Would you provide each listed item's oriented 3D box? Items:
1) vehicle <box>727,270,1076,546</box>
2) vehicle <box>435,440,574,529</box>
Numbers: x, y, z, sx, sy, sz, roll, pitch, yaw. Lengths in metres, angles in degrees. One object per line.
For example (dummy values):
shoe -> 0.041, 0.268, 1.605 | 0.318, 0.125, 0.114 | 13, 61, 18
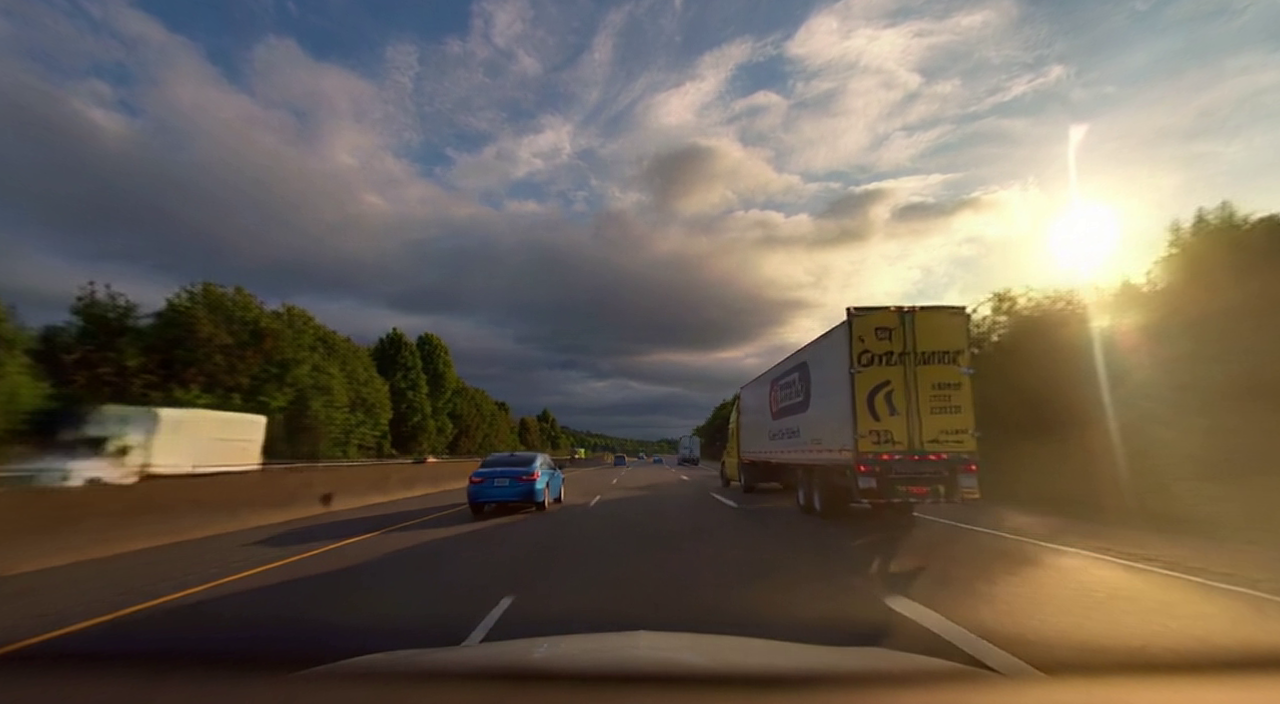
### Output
vehicle -> 4.612, 1.801, 15.838 | 2.858, 3.952, 13.731 | 0, -9, 0
vehicle -> -2.654, 2.718, 13.509 | 1.960, 1.579, 4.384 | 0, -9, 0
